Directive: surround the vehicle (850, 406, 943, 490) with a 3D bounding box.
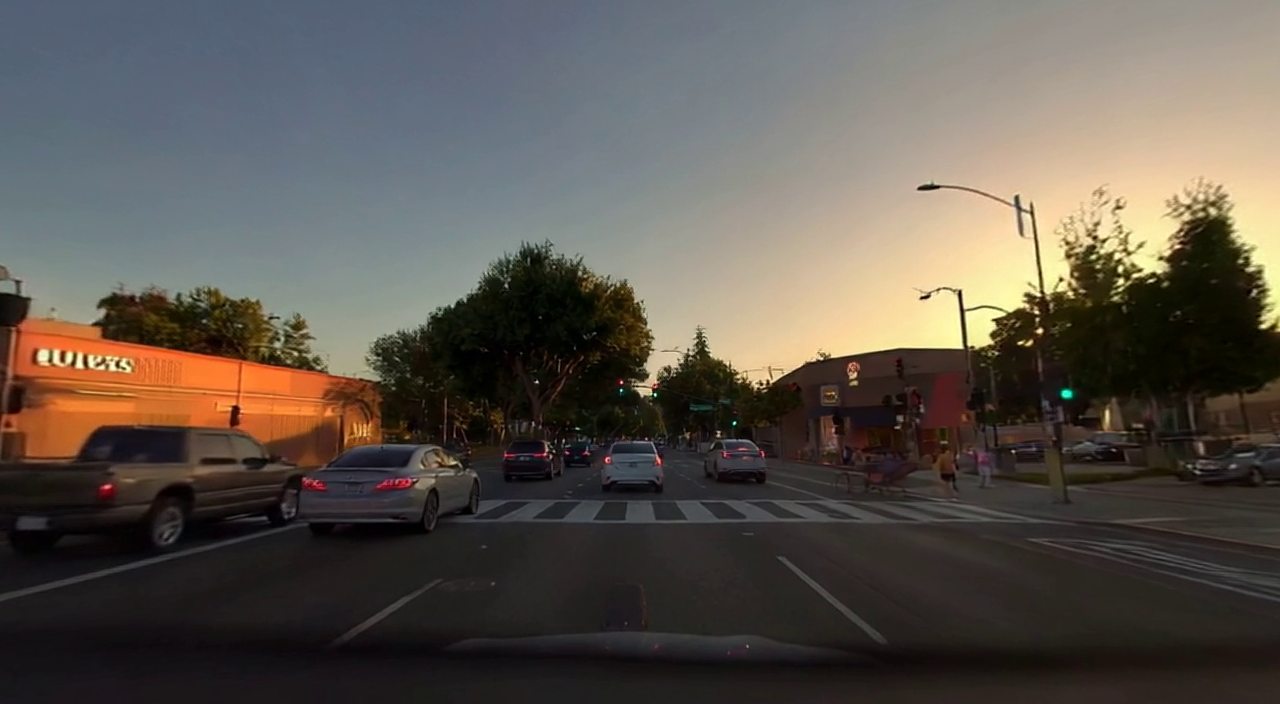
[{"bbox_3d":[10.677,4.009,26.503,2.613,3.281,2.673,1,-8,-1],"label":"vehicle"}]

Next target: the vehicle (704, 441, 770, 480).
[{"bbox_3d":[3.950,4.469,26.351,1.979,1.485,4.207,0,-8,-2],"label":"vehicle"}]

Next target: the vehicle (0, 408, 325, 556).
[{"bbox_3d":[-7.359,1.939,10.130,2.105,1.802,4.712,0,-8,0],"label":"vehicle"}]

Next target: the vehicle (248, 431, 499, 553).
[{"bbox_3d":[-3.853,2.091,10.241,1.992,1.493,4.688,0,-8,0],"label":"vehicle"}]

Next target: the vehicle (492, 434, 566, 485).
[{"bbox_3d":[-3.975,3.907,23.198,1.983,1.685,3.997,0,-8,0],"label":"vehicle"}]

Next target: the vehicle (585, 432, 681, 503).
[{"bbox_3d":[-0.182,2.881,16.085,2.121,1.563,4.031,0,-8,-1],"label":"vehicle"}]
